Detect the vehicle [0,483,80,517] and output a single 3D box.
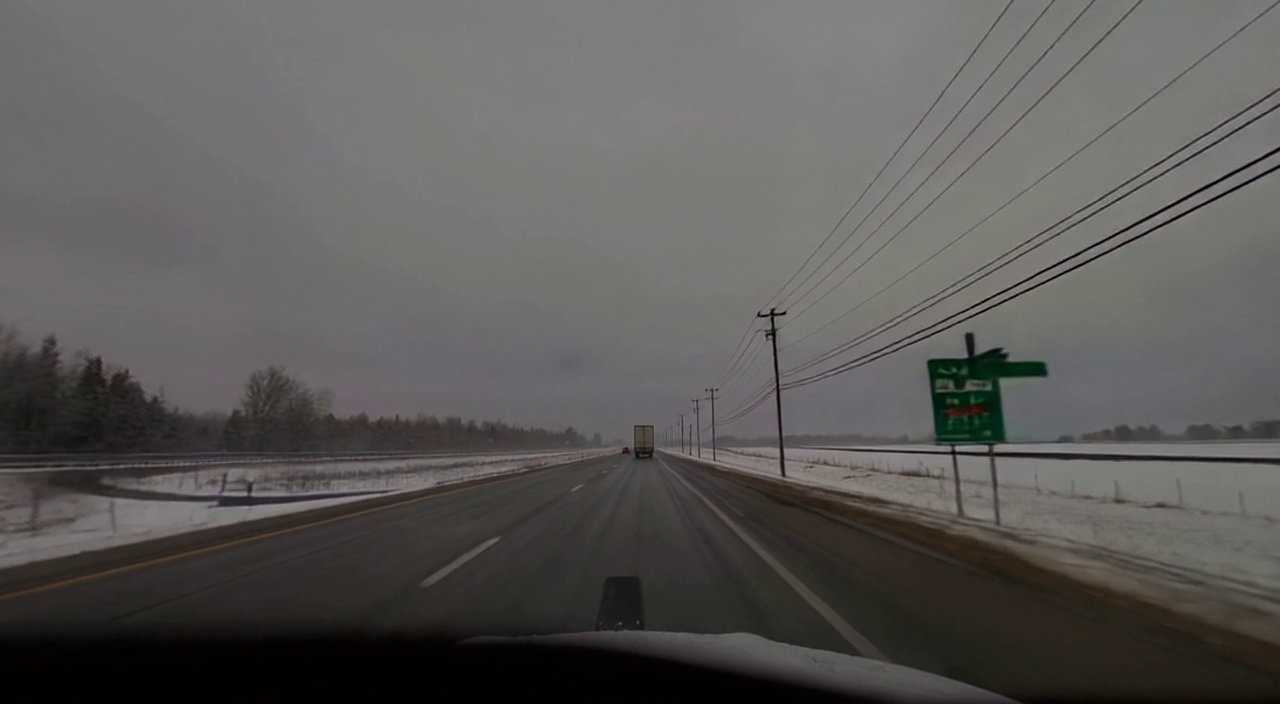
[{"bbox_3d":[-42.598,10.411,44.643,1.919,1.944,5.083,2,-9,-13],"label":"vehicle"}]
